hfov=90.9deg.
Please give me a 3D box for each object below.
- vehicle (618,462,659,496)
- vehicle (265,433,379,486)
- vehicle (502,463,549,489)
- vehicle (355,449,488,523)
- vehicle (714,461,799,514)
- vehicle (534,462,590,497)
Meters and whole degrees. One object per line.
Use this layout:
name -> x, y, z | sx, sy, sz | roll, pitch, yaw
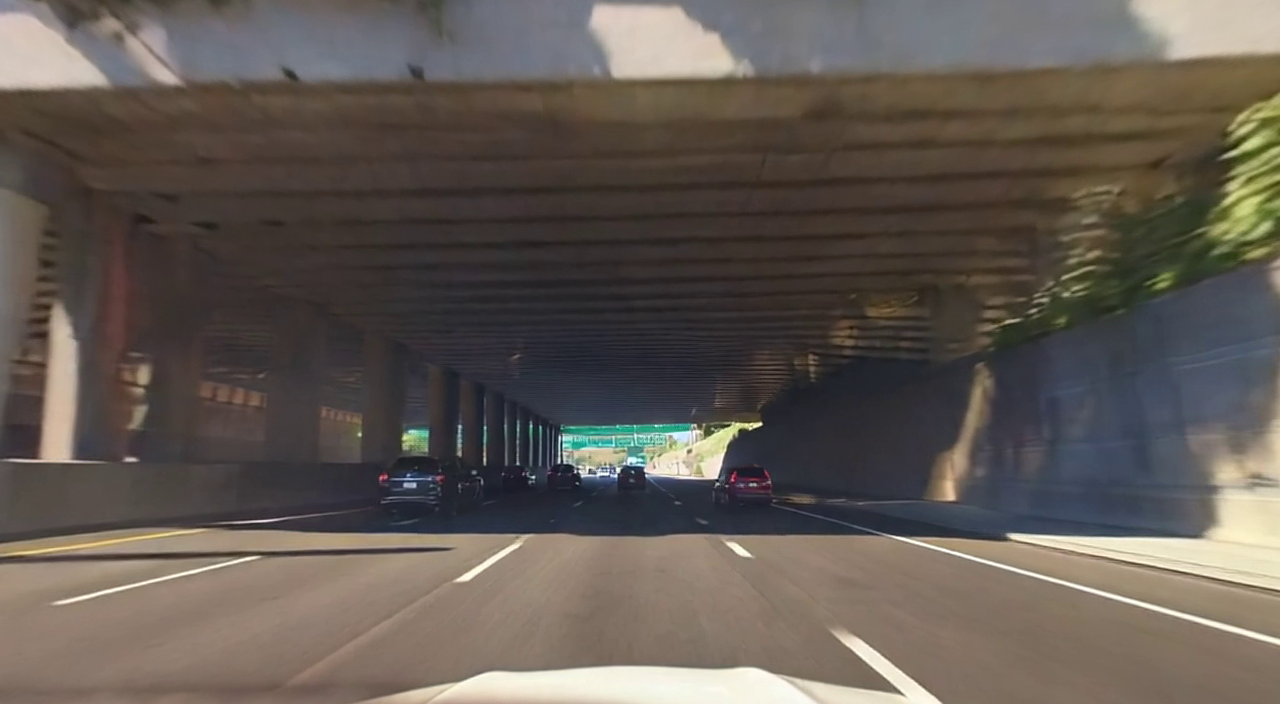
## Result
vehicle -> -0.066, 6.587, 32.765 | 1.992, 1.601, 3.762 | 1, -11, 0
vehicle -> -23.284, 8.106, 47.082 | 2.994, 3.455, 10.568 | 1, -11, 0
vehicle -> -7.418, 8.105, 41.244 | 2.142, 1.545, 4.708 | 1, -11, 1
vehicle -> -5.690, 3.584, 17.144 | 2.069, 1.699, 4.452 | 1, -11, -1
vehicle -> 3.783, 4.511, 21.233 | 1.992, 1.557, 4.017 | 1, -11, -2
vehicle -> -3.716, 6.231, 30.914 | 2.102, 1.521, 4.687 | 1, -11, 0
